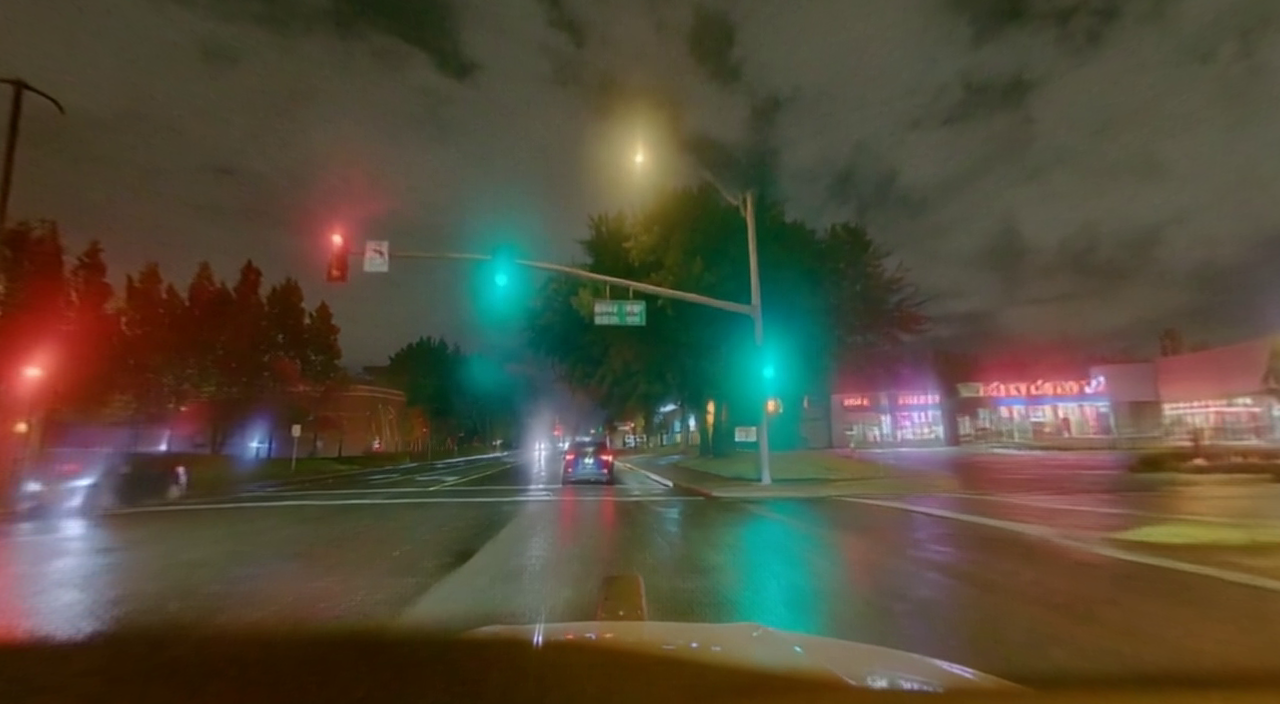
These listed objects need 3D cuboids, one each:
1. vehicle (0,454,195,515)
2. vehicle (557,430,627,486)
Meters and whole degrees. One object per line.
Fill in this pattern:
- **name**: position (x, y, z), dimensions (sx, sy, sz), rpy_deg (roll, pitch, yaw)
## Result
- **vehicle**: position (-16.149, 3.834, 18.882), dimensions (1.873, 1.483, 4.657), rpy_deg (-1, -8, 7)
- **vehicle**: position (-1.650, 3.654, 22.085), dimensions (2.227, 1.733, 3.930), rpy_deg (0, -8, -4)
